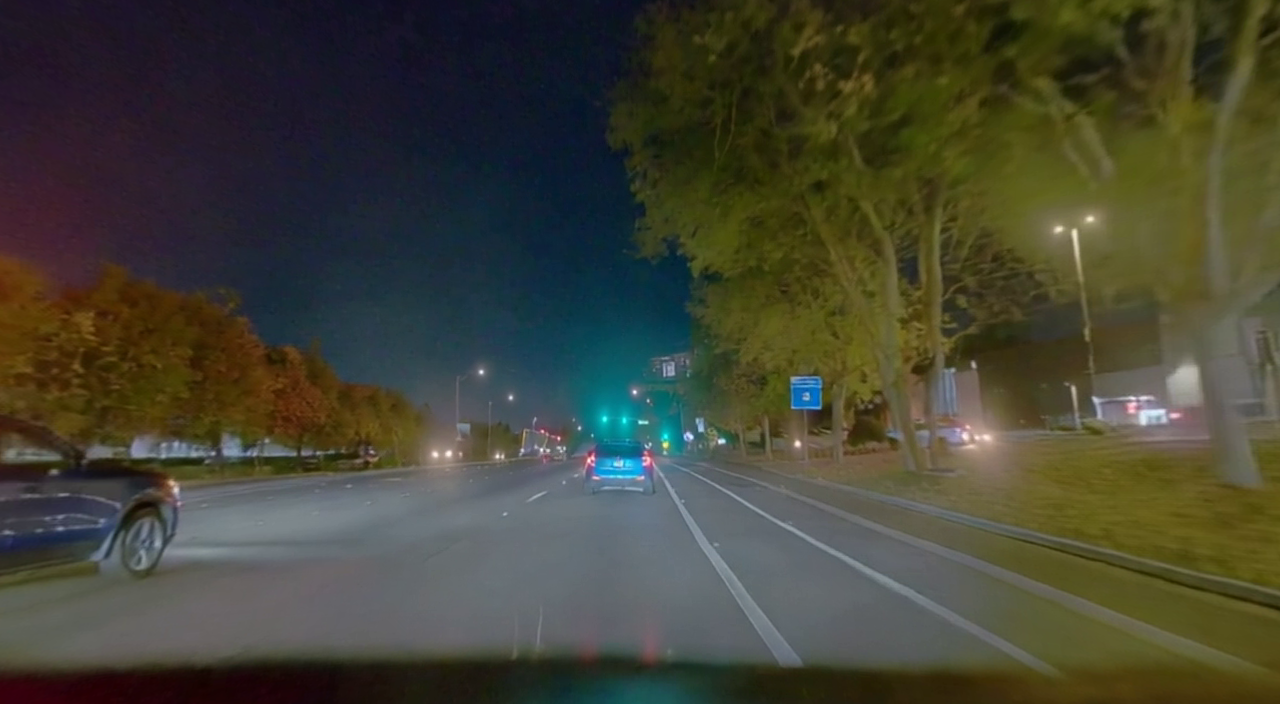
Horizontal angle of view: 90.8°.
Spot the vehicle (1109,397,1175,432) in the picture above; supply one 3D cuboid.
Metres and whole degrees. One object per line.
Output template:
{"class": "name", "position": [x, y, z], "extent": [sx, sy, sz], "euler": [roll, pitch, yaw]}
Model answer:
{"class": "vehicle", "position": [26.774, 3.385, 33.813], "extent": [1.895, 1.576, 4.434], "euler": [-5, -10, 28]}

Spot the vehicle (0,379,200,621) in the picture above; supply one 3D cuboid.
{"class": "vehicle", "position": [-5.943, 1.107, 4.712], "extent": [2.178, 1.819, 4.530], "euler": [1, -9, -3]}

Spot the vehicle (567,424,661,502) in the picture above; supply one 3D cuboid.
{"class": "vehicle", "position": [-0.610, 2.861, 16.592], "extent": [2.131, 1.761, 4.242], "euler": [0, -9, -1]}

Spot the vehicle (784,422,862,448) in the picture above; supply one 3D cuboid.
{"class": "vehicle", "position": [12.909, 5.891, 44.802], "extent": [4.873, 1.796, 1.990], "euler": [0, -8, 0]}

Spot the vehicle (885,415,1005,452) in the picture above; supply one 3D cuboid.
{"class": "vehicle", "position": [13.011, 3.504, 27.097], "extent": [4.204, 1.486, 1.781], "euler": [0, -8, 0]}
